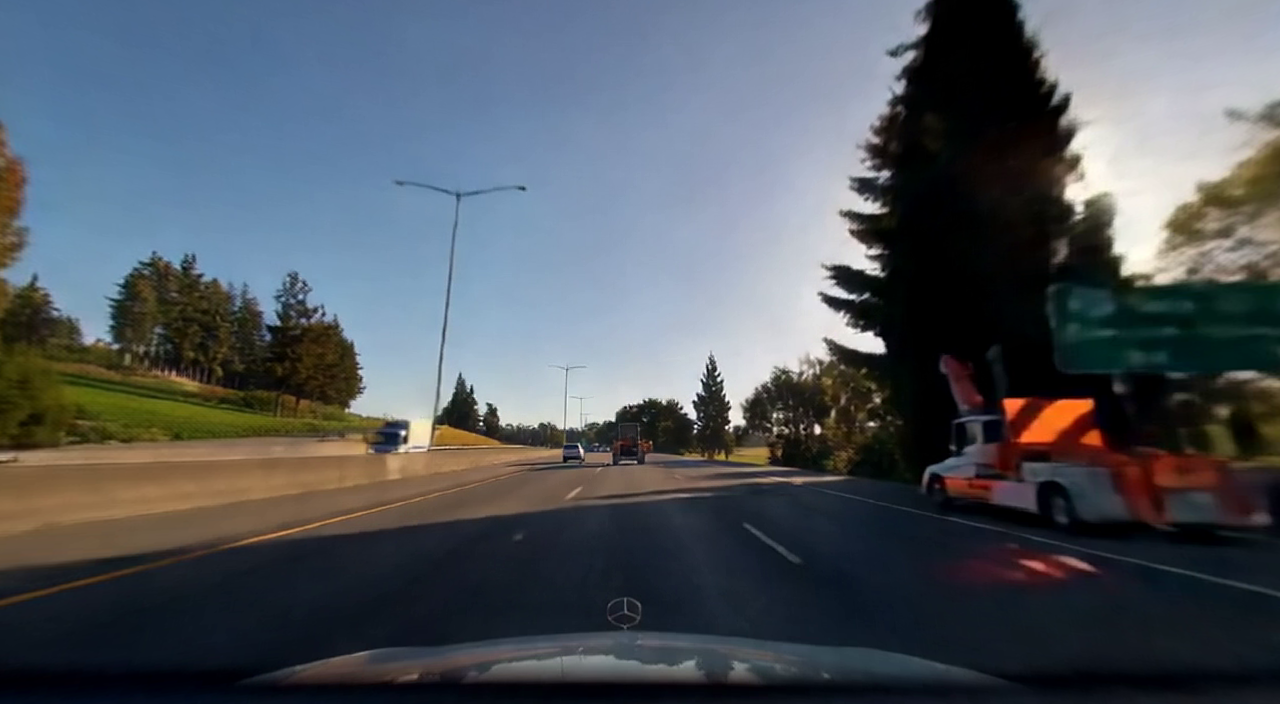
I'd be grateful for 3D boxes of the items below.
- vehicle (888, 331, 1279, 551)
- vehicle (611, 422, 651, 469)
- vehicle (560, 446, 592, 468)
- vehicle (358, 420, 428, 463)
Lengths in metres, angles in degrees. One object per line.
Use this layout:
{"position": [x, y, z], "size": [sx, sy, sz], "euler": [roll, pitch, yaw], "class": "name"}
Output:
{"position": [6.996, 1.602, 11.323], "size": [2.419, 2.874, 6.010], "euler": [0, -9, -2], "class": "vehicle"}
{"position": [-0.727, 6.777, 45.607], "size": [2.672, 3.056, 6.900], "euler": [0, -9, -2], "class": "vehicle"}
{"position": [-4.606, 7.663, 46.198], "size": [1.991, 1.484, 4.110], "euler": [0, -9, -1], "class": "vehicle"}
{"position": [-15.700, 5.784, 40.510], "size": [2.189, 2.529, 5.808], "euler": [0, -9, -1], "class": "vehicle"}
